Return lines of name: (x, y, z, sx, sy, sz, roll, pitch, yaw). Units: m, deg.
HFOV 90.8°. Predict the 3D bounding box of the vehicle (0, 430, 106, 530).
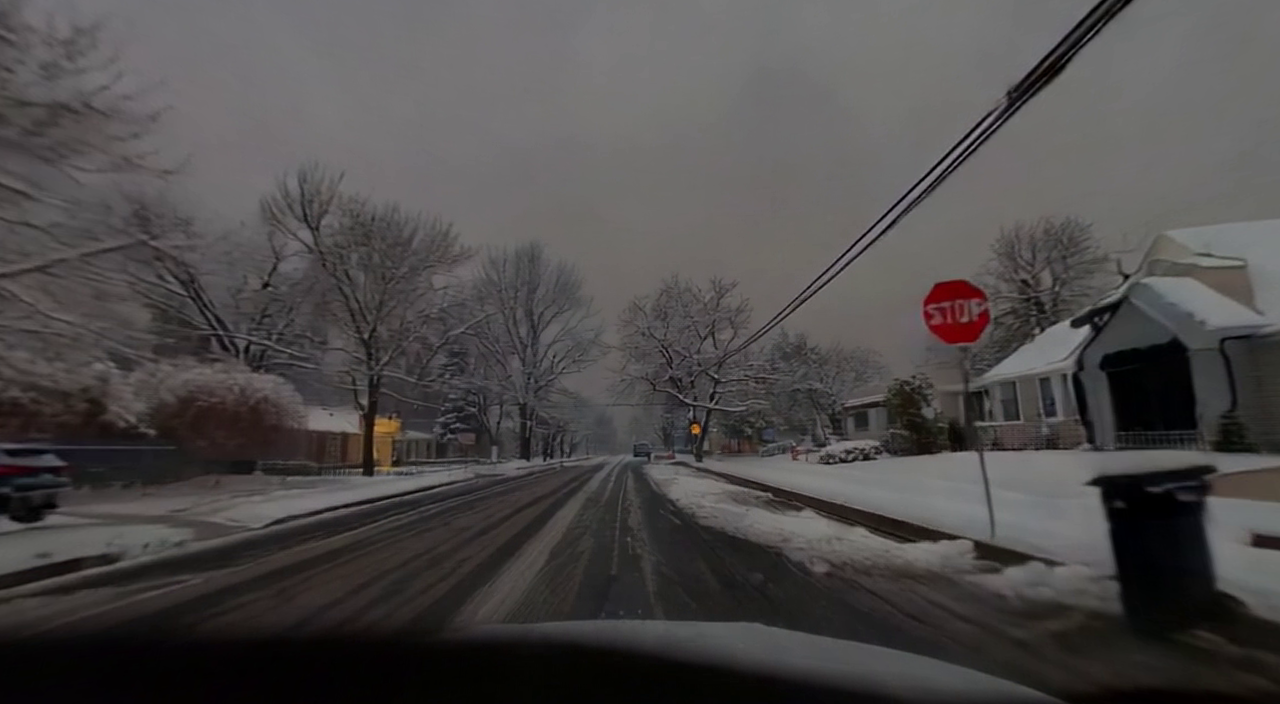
vehicle: (-14.358, 2.565, 12.934, 4.809, 1.865, 2.093, 0, -9, -2)
